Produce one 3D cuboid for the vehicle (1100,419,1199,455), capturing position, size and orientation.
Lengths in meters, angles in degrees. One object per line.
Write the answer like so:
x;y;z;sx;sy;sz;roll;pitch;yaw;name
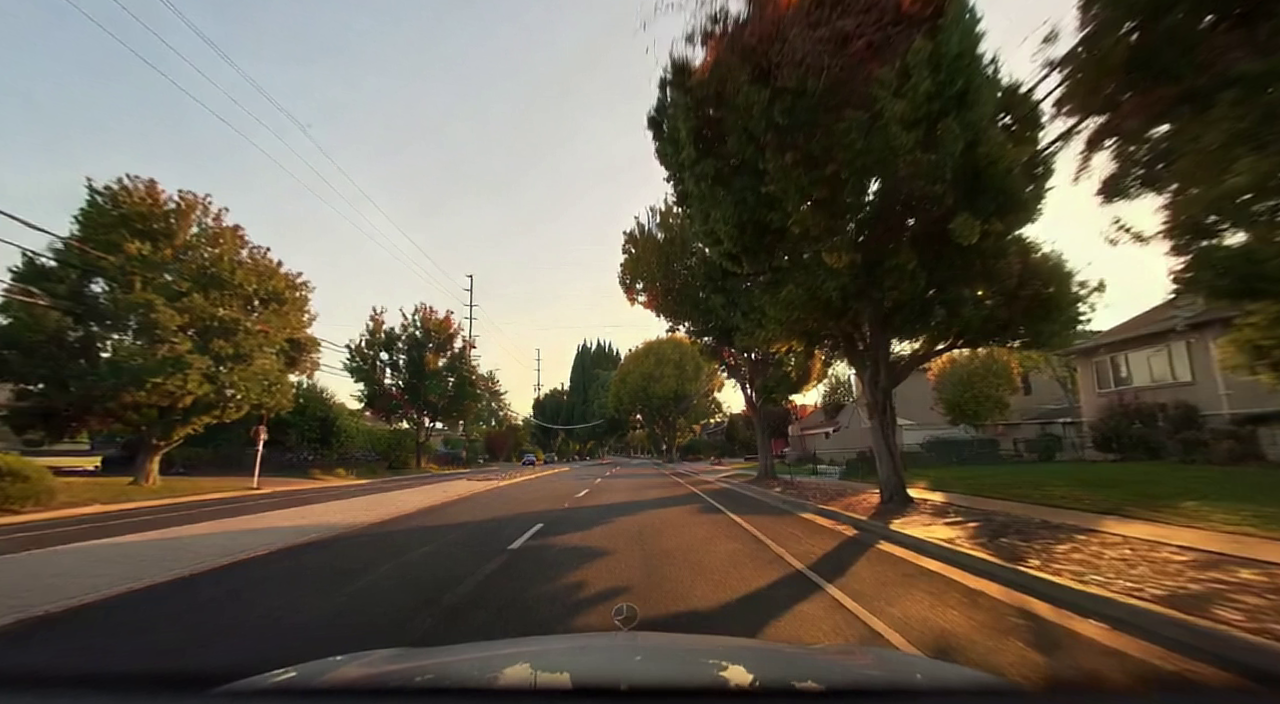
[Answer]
29.455;5.026;36.750;1.877;1.757;4.937;2;-11;4;vehicle
